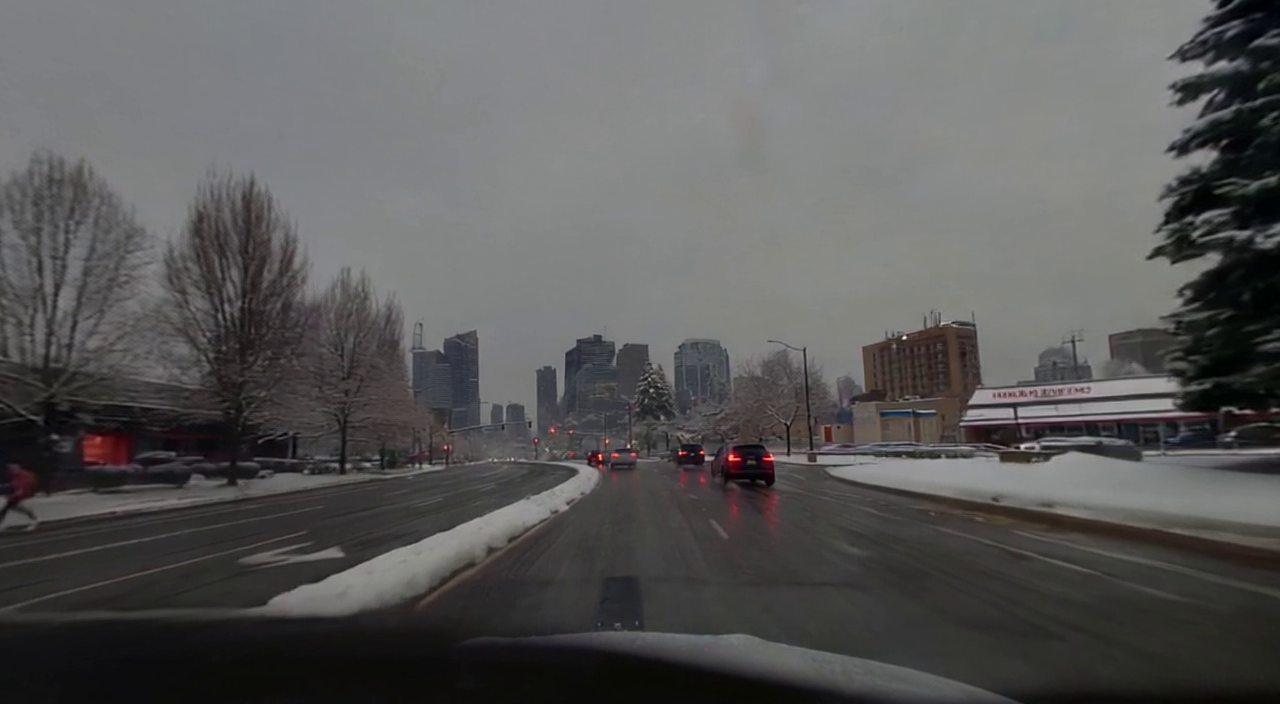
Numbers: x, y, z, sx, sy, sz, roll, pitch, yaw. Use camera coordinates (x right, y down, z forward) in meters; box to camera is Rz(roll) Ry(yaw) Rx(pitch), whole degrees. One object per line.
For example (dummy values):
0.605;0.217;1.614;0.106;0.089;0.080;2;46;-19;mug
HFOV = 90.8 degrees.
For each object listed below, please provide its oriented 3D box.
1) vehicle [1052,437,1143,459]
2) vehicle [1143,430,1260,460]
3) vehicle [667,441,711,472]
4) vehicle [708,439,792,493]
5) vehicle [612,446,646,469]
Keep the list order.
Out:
32.648;6.860;45.155;4.860;1.461;2.041;0;-9;0;vehicle
32.978;5.467;37.224;4.894;1.710;2.075;0;-8;-1;vehicle
2.885;6.303;38.327;2.046;1.768;4.370;0;-9;-4;vehicle
3.563;3.756;21.196;1.966;1.596;3.980;0;-8;-2;vehicle
-0.806;7.185;43.250;2.068;1.512;3.987;0;-8;-4;vehicle
